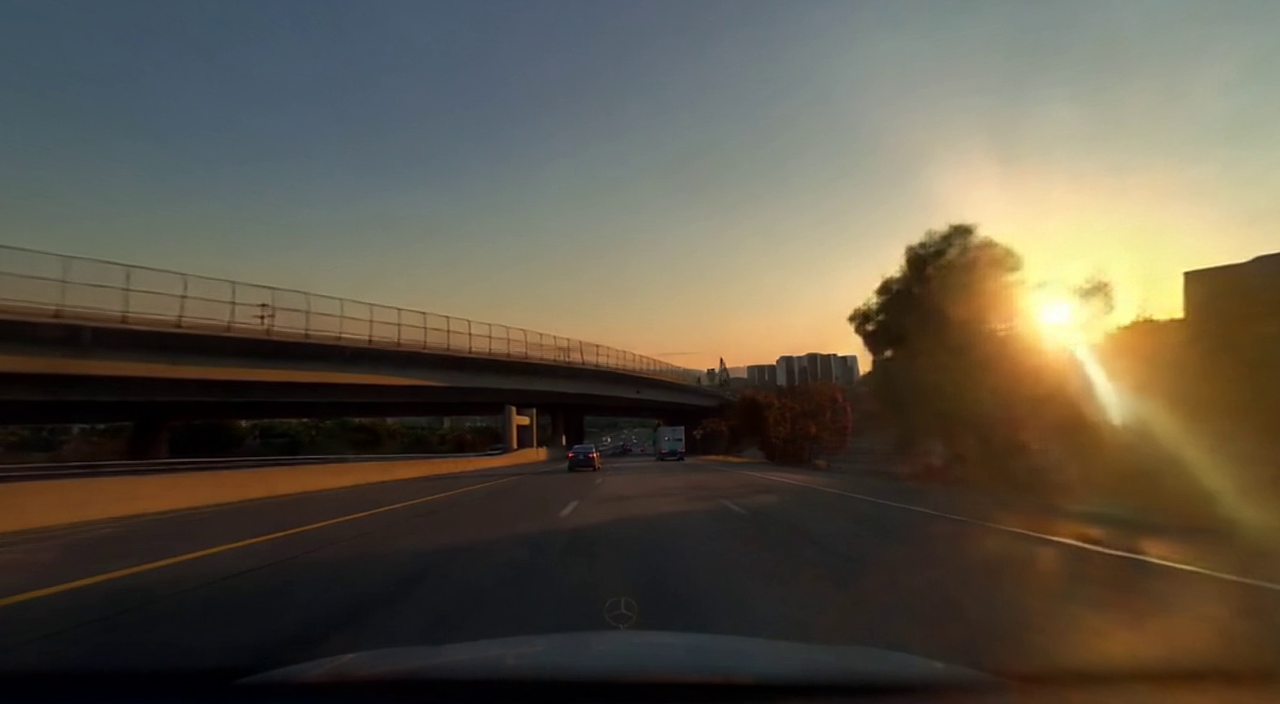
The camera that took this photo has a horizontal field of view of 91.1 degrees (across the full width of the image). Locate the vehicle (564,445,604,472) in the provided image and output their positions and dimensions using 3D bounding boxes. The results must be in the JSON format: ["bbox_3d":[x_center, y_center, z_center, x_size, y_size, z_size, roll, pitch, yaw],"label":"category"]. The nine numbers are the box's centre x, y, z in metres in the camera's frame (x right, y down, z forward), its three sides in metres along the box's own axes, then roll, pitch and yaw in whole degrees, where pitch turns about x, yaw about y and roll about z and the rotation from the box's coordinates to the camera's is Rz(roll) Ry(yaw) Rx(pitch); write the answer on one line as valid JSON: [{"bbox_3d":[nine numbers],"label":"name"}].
[{"bbox_3d":[-3.322,6.472,38.265,2.100,1.525,4.179,0,-9,0],"label":"vehicle"}]
